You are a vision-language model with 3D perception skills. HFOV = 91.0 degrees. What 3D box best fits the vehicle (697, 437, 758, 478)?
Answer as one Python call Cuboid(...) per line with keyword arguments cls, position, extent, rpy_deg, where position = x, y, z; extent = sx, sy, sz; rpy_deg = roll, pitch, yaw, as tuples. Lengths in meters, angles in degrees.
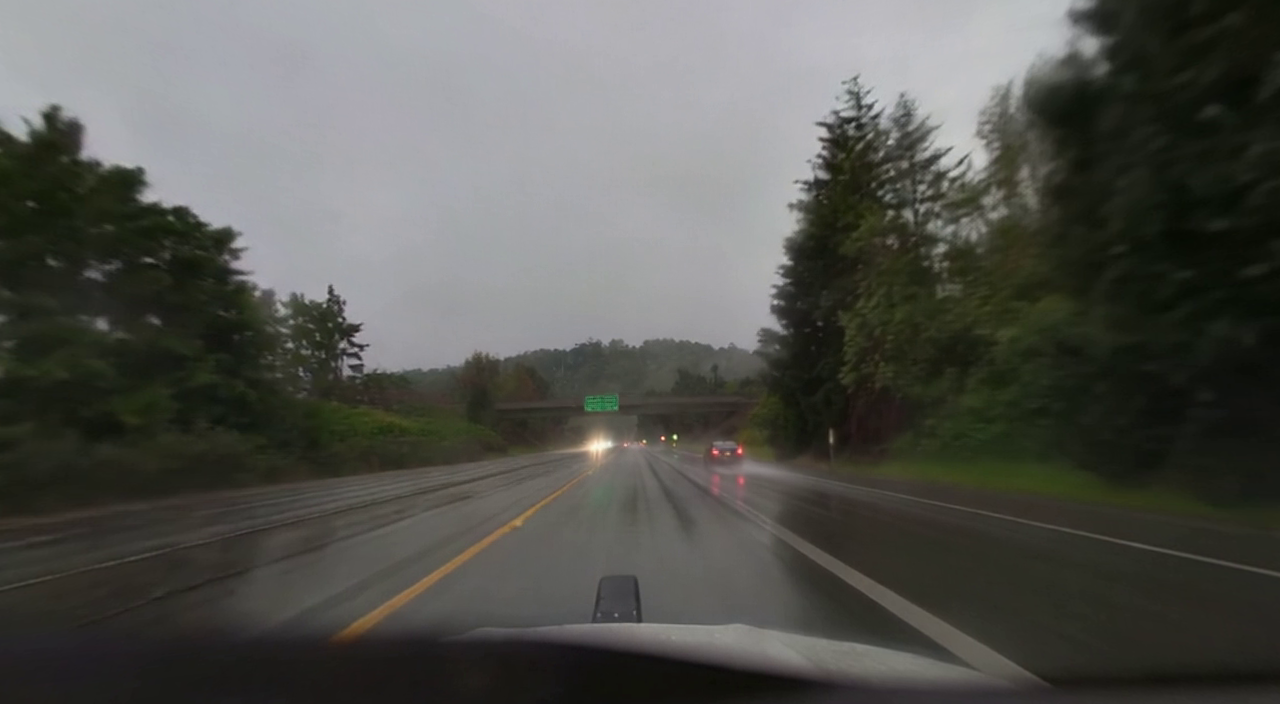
Cuboid(cls="vehicle", position=(3.376, 4.118, 24.885), extent=(1.781, 1.470, 3.540), rpy_deg=(0, -8, -2))
